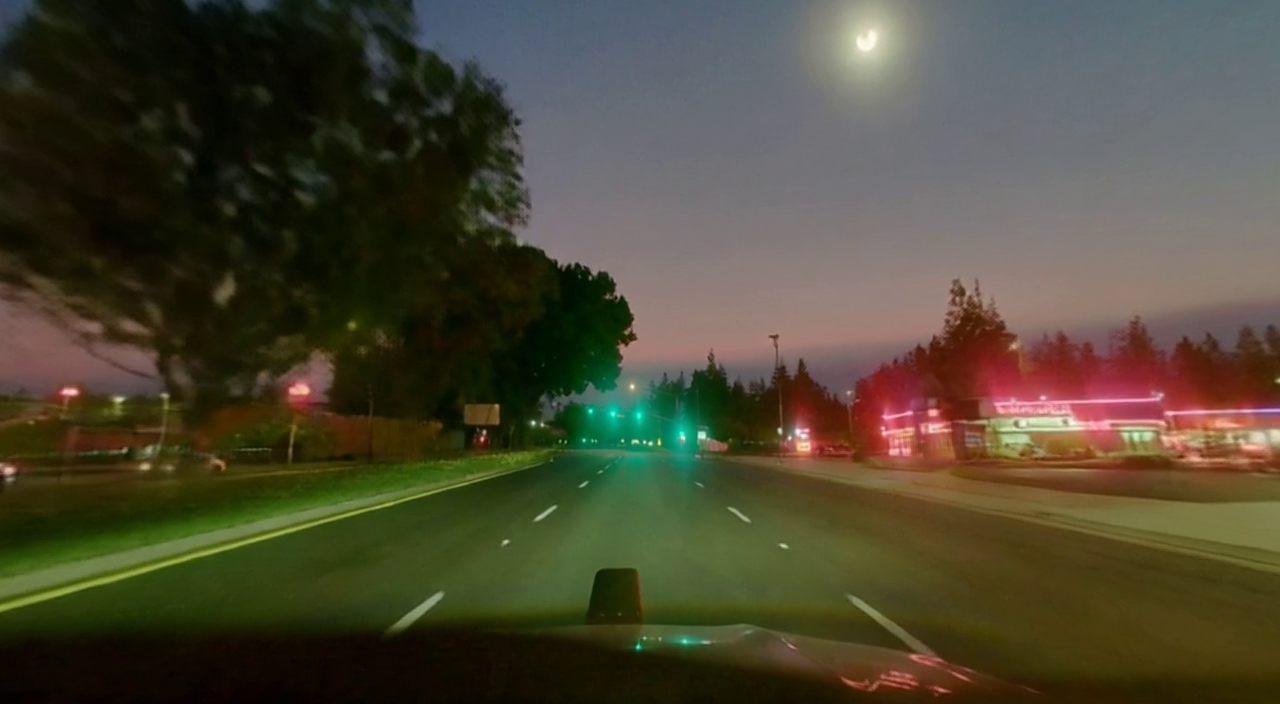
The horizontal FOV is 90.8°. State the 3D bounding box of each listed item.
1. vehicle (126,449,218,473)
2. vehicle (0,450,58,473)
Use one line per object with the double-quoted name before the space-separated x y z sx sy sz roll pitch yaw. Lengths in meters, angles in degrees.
"vehicle" -30.296 7.062 40.948 4.341 1.465 2.304 -2 -8 9
"vehicle" -42.573 7.481 43.133 4.279 1.456 1.874 -2 -8 12
